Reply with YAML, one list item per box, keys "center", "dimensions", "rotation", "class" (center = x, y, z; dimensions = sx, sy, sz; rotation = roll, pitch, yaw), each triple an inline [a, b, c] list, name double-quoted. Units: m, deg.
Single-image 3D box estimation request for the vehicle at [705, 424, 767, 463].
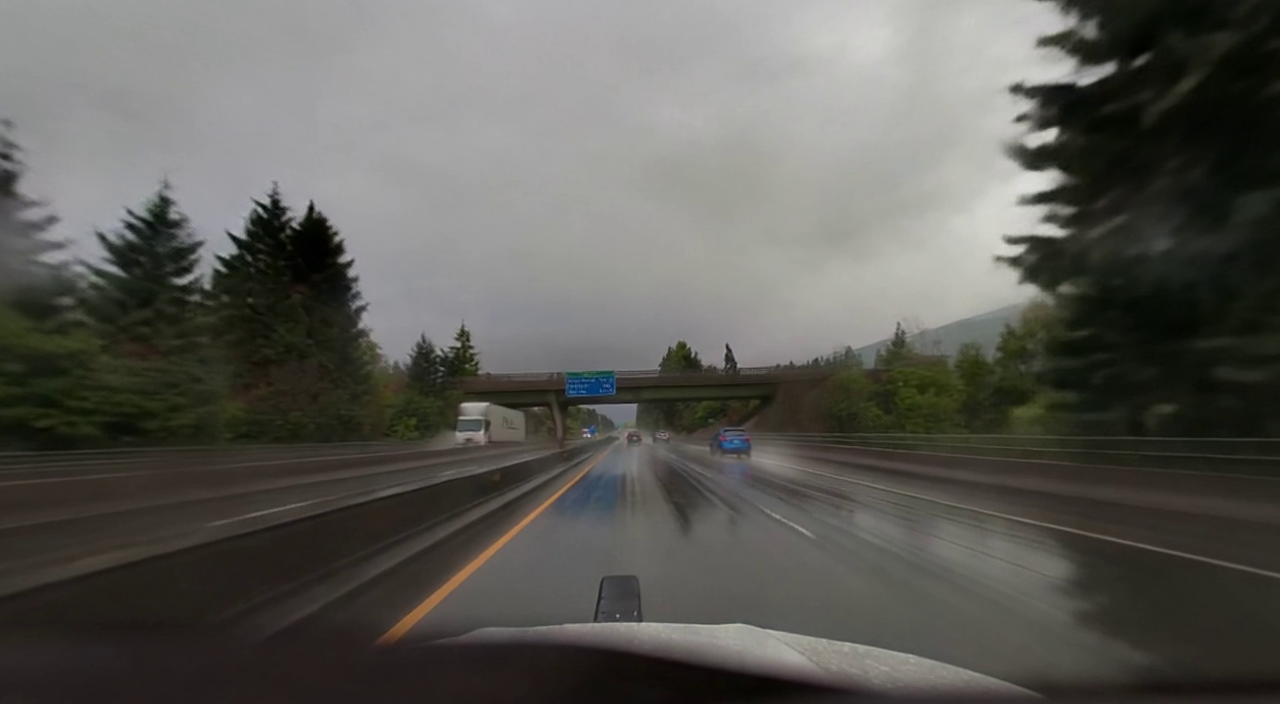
- center: [4.320, 4.208, 29.088]
  dimensions: [2.073, 1.651, 4.065]
  rotation: [0, -8, -2]
  class: "vehicle"
